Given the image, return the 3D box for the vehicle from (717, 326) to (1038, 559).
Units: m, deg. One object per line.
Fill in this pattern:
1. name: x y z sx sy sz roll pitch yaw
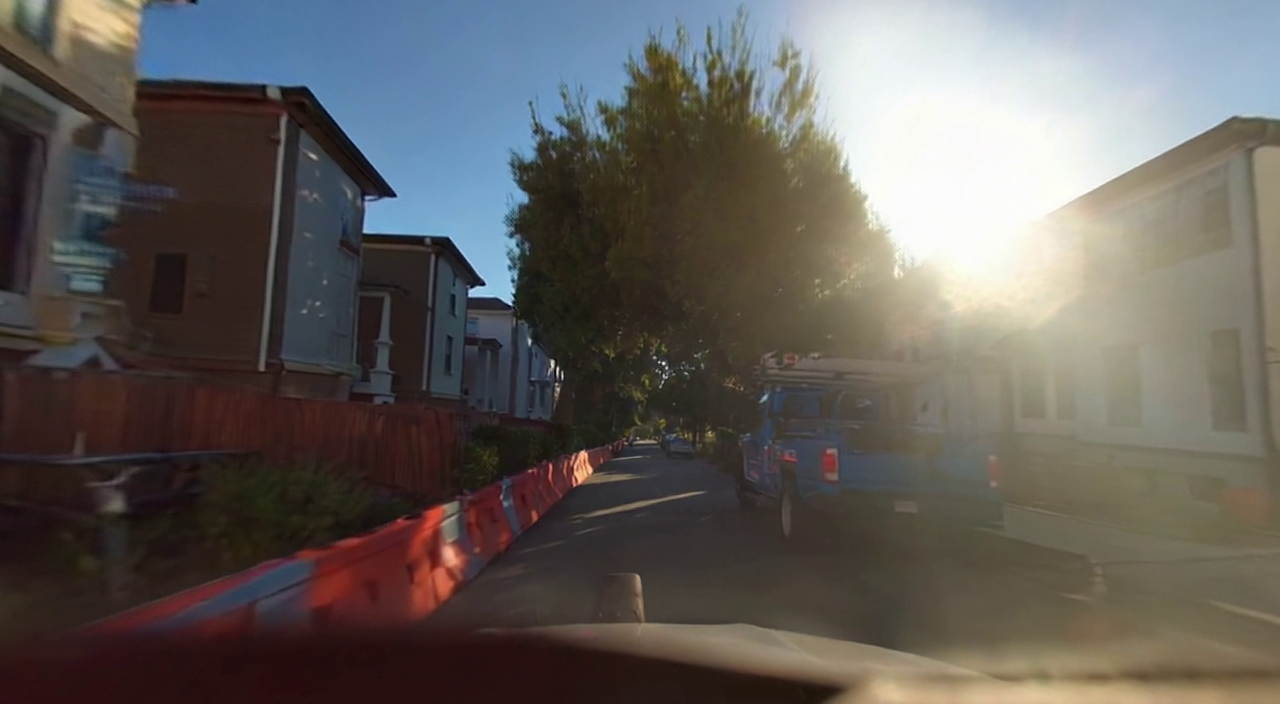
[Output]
1. vehicle: 3.240 1.476 10.753 2.879 2.801 6.142 0 -8 -2

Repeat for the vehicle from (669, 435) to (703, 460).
1. vehicle: 3.361 7.102 47.124 2.066 1.739 4.234 0 -8 -2
